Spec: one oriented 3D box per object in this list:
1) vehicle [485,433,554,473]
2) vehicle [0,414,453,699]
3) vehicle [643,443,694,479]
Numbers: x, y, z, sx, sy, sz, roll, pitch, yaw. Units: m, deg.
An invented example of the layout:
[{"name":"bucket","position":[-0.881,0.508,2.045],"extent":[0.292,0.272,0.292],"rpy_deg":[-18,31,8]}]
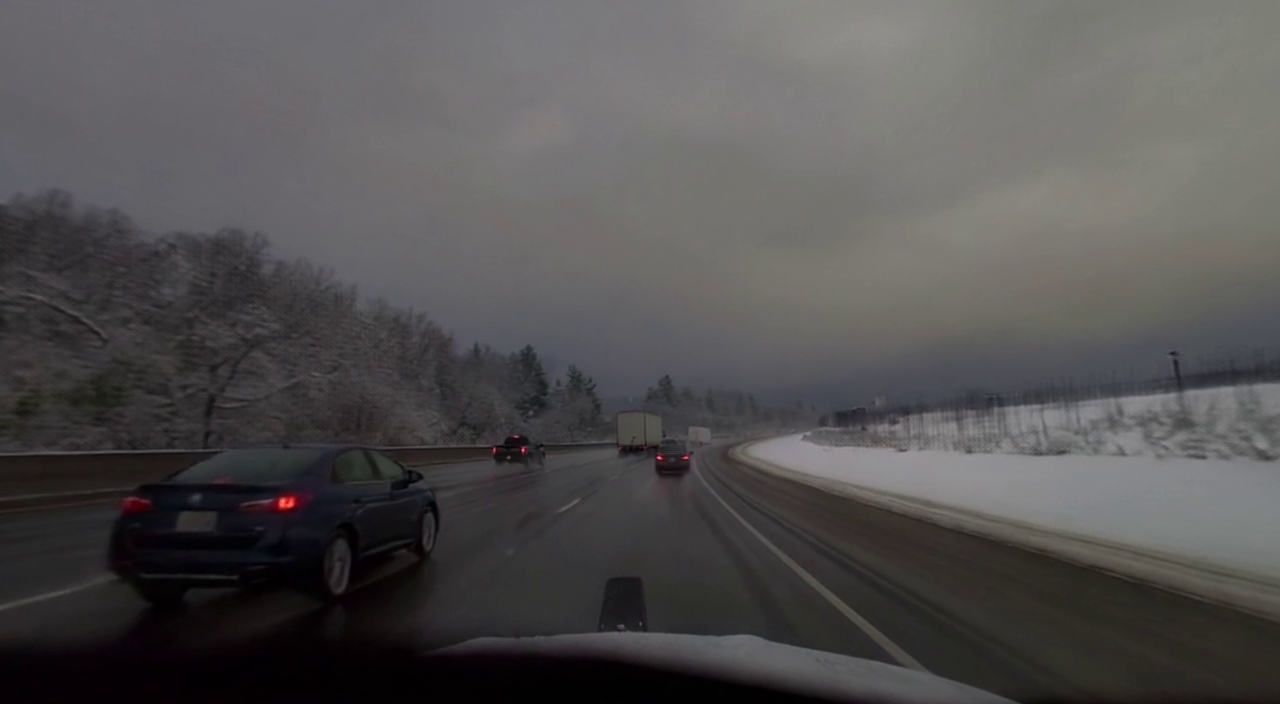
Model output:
[{"name":"vehicle","position":[-5.918,5.028,31.555],"extent":[2.142,1.833,4.854],"rpy_deg":[-1,-9,5]},{"name":"vehicle","position":[-3.417,1.430,5.716],"extent":[1.916,1.486,4.631],"rpy_deg":[0,-9,2]},{"name":"vehicle","position":[1.217,4.541,26.520],"extent":[1.984,1.365,3.767],"rpy_deg":[0,-9,3]}]
